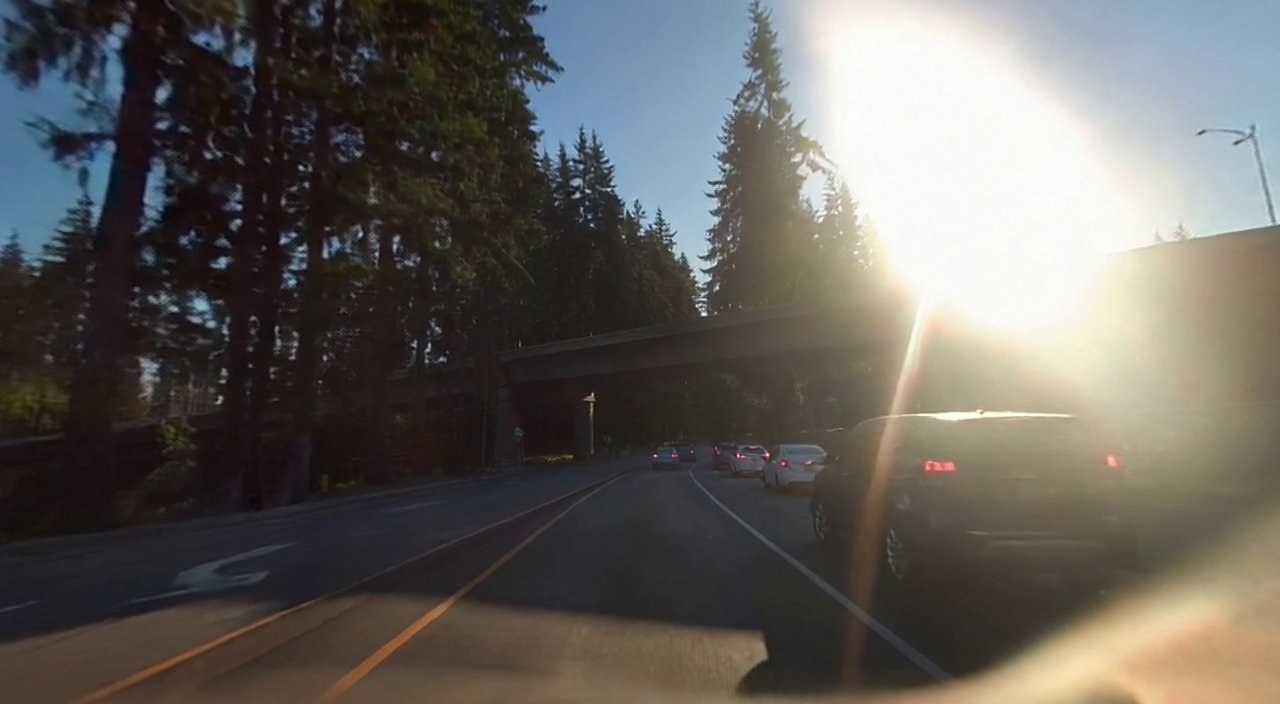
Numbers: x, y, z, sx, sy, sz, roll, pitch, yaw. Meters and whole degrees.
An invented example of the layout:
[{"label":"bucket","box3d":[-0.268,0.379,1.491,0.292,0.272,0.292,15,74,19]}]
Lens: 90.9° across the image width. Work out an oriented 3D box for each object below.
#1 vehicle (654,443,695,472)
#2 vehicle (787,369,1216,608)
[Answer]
[{"label":"vehicle","box3d":[1.954,5.778,34.730,2.078,1.506,4.058,-1,-8,6]},{"label":"vehicle","box3d":[3.516,1.462,7.637,2.273,1.944,4.866,0,-8,0]}]
